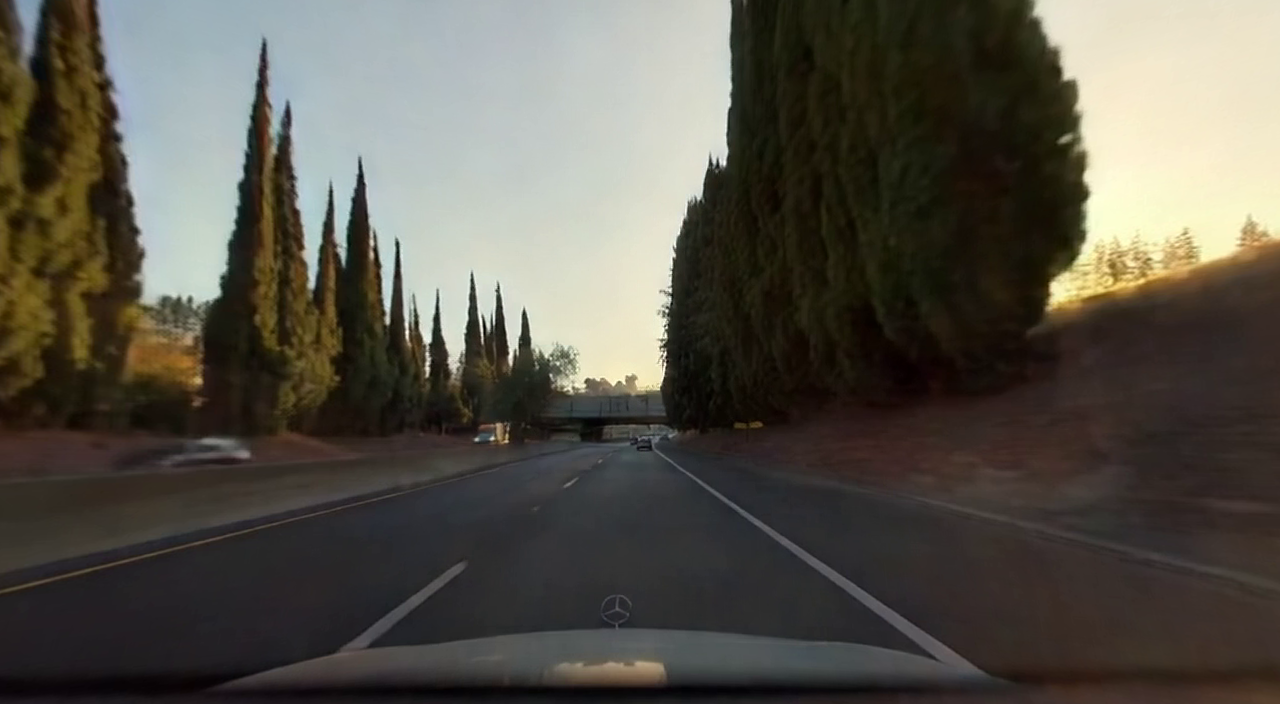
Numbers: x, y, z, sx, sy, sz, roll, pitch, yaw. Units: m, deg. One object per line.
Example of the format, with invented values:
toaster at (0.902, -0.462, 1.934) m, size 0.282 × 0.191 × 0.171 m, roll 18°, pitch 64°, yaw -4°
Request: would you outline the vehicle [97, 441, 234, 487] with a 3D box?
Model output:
vehicle at (-16.395, 3.858, 22.072) m, size 1.744 × 1.433 × 3.967 m, roll 0°, pitch -8°, yaw -1°
